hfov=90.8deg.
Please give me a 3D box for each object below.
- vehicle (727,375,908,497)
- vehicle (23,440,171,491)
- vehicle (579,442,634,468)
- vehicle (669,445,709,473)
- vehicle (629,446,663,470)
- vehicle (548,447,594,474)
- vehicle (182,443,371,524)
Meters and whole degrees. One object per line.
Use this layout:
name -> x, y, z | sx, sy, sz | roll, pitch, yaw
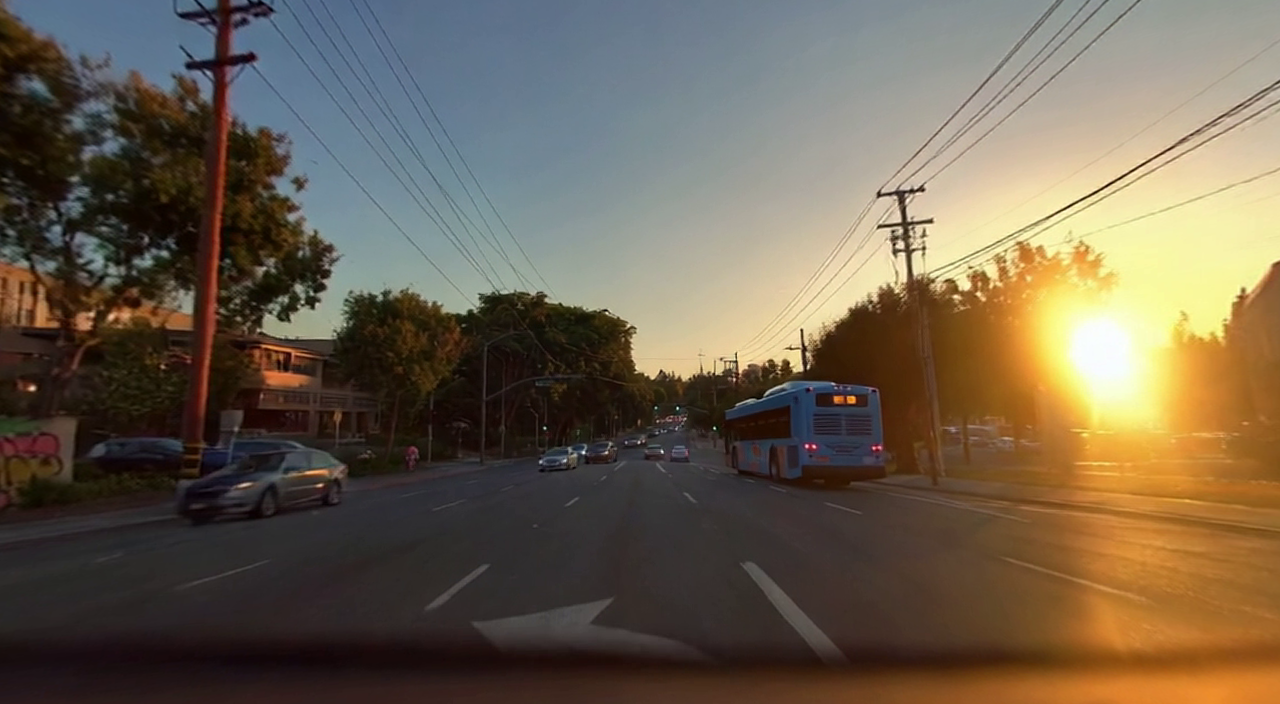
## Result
vehicle -> 5.882, 3.261, 24.237 | 3.045, 3.447, 12.604 | 0, -8, -1
vehicle -> -23.418, 4.883, 27.392 | 4.497, 2.023, 2.073 | -1, -7, 1
vehicle -> -2.482, 7.751, 47.732 | 2.076, 1.815, 4.464 | -5, -9, 29
vehicle -> 2.807, 6.196, 36.915 | 1.961, 1.470, 4.196 | 0, -8, 0
vehicle -> 0.341, 6.950, 41.789 | 2.016, 1.464, 4.089 | 0, -8, -3
vehicle -> -4.037, 6.419, 37.587 | 1.915, 1.452, 4.654 | -1, -8, 4
vehicle -> -8.645, 3.106, 15.616 | 2.017, 1.659, 4.405 | 0, -8, 0
